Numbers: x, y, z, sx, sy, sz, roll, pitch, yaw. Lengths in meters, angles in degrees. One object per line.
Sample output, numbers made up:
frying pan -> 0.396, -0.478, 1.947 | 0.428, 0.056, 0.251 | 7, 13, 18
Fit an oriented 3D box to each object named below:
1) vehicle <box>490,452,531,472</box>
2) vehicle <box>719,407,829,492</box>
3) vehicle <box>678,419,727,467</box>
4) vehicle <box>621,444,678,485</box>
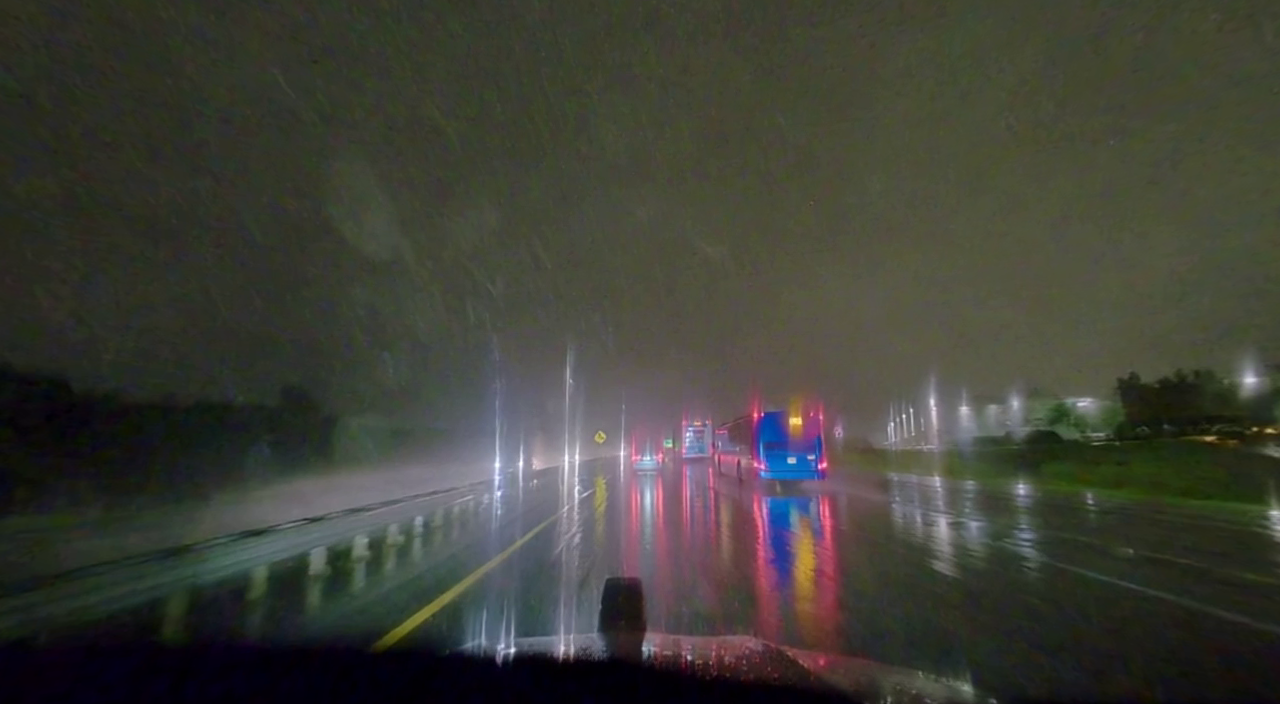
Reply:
vehicle -> -10.092, 8.621, 49.544 | 2.076, 1.459, 4.477 | 0, -9, 2
vehicle -> 4.433, 3.412, 22.098 | 2.440, 2.555, 5.957 | 0, -9, -1
vehicle -> 4.623, 7.026, 48.297 | 2.883, 3.358, 7.942 | 0, -9, -1
vehicle -> 0.355, 4.301, 24.373 | 2.004, 1.449, 3.817 | 0, -9, 0
